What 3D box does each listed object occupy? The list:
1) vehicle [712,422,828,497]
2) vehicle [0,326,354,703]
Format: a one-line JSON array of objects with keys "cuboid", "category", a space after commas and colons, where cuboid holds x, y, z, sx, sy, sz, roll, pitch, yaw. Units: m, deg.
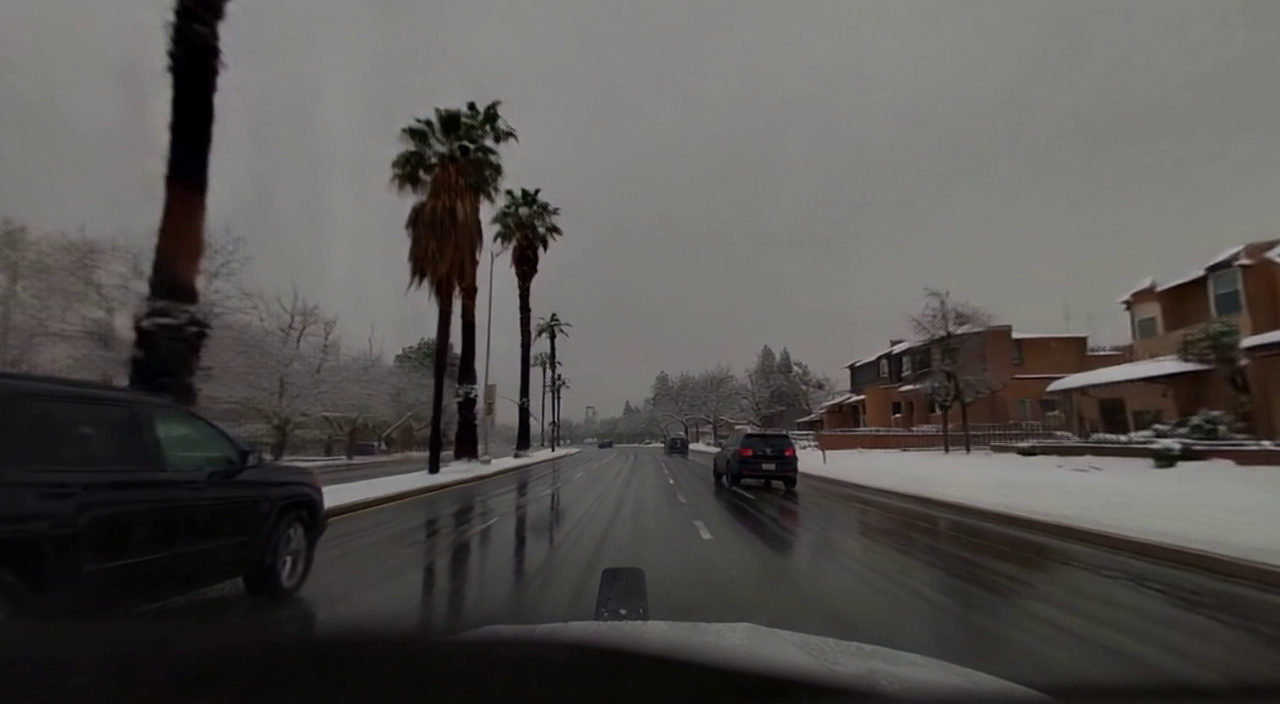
[{"cuboid": [3.427, 2.939, 17.593, 2.195, 1.804, 4.658, 0, -8, -1], "category": "vehicle"}, {"cuboid": [-3.888, 0.897, 3.590, 2.150, 1.768, 4.868, 0, -8, 1], "category": "vehicle"}]
